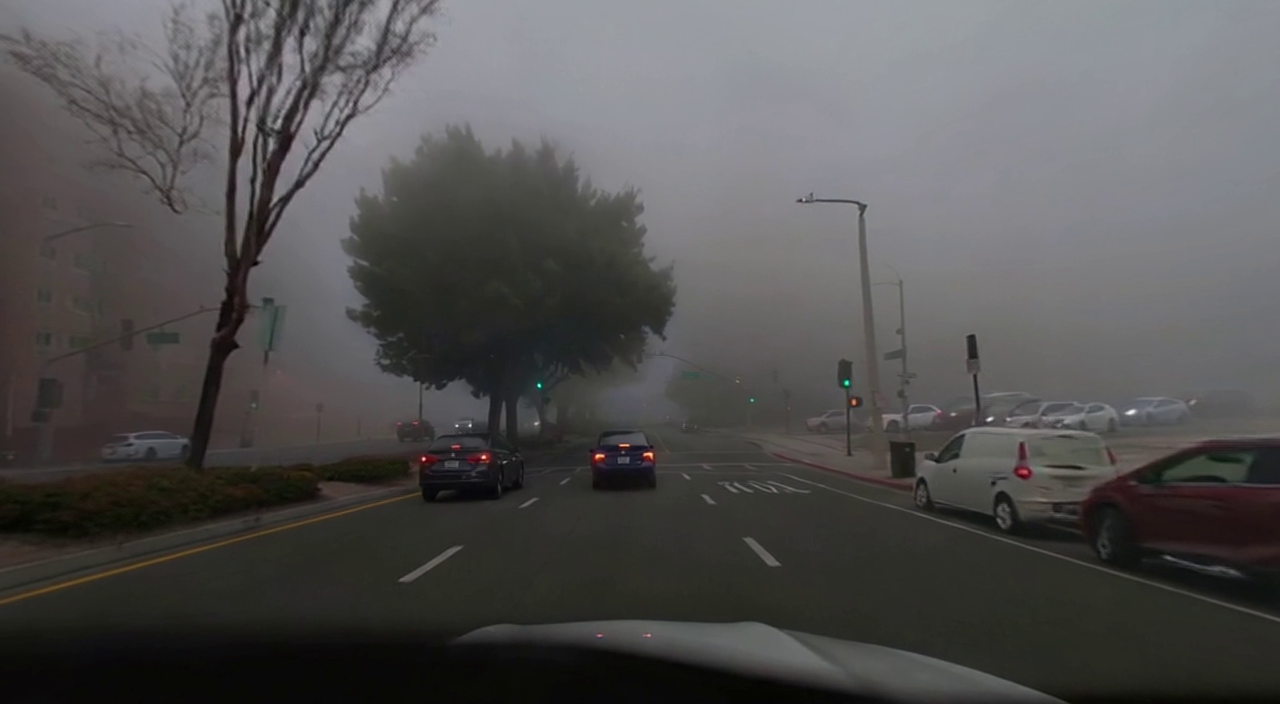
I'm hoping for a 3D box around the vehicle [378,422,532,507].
[{"bbox_3d":[-3.704,2.352,13.608,1.934,1.522,4.464,0,-8,1],"label":"vehicle"}]

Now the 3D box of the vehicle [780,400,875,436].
[{"bbox_3d":[13.839,4.939,46.747,6.541,2.480,2.259,3,-9,-19],"label":"vehicle"}]

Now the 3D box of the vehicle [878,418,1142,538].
[{"bbox_3d":[6.228,2.155,11.450,1.904,1.705,4.510,0,-8,-2],"label":"vehicle"}]

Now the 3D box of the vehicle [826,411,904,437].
[{"bbox_3d":[15.257,4.923,42.862,4.775,1.604,1.915,3,-9,-20],"label":"vehicle"}]

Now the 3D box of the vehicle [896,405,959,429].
[{"bbox_3d":[21.356,4.878,46.816,5.017,1.542,2.055,6,-11,-38],"label":"vehicle"}]

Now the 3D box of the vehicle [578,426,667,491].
[{"bbox_3d":[-0.425,2.801,16.865,2.082,1.520,3.896,0,-8,0],"label":"vehicle"}]

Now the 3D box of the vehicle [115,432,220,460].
[{"bbox_3d":[-26.464,5.275,35.465,4.453,1.471,1.921,-1,-8,4],"label":"vehicle"}]

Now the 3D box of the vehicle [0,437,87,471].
[{"bbox_3d":[-34.862,5.820,36.165,4.698,1.833,1.887,-1,-8,3],"label":"vehicle"}]

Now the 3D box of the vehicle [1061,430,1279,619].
[{"bbox_3d":[6.148,1.471,5.648,1.959,1.513,4.104,0,-8,1],"label":"vehicle"}]
